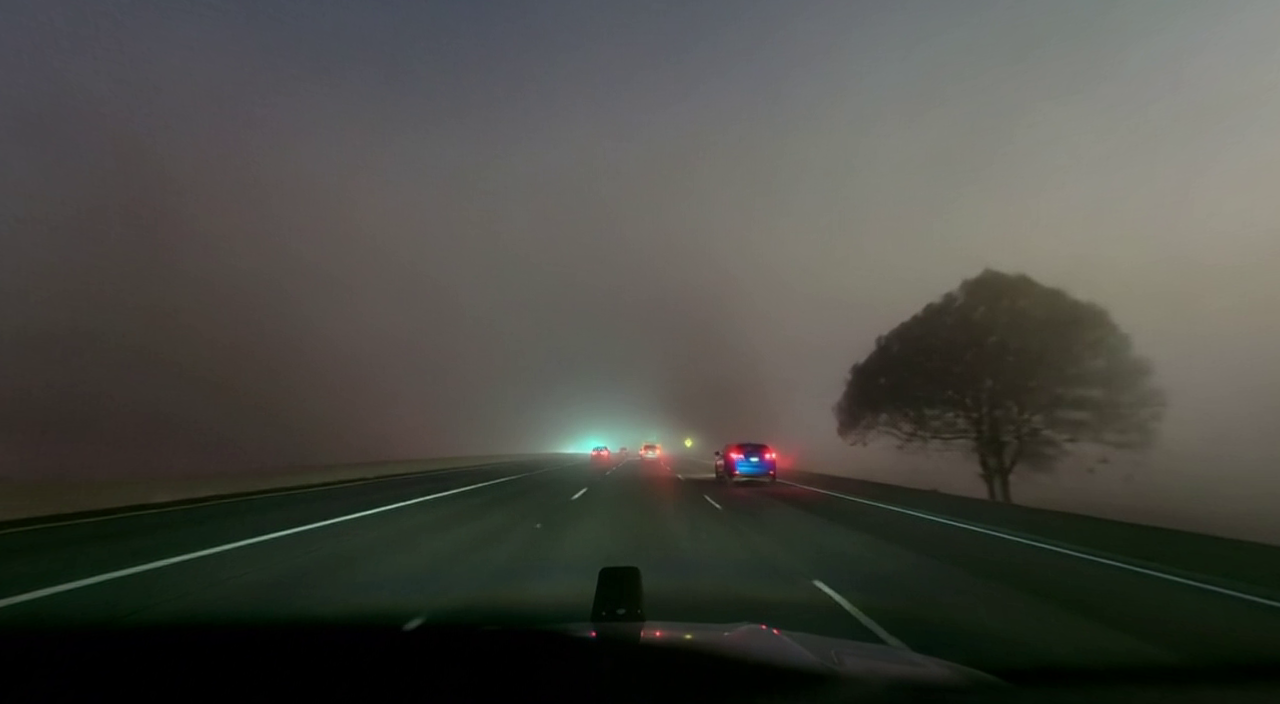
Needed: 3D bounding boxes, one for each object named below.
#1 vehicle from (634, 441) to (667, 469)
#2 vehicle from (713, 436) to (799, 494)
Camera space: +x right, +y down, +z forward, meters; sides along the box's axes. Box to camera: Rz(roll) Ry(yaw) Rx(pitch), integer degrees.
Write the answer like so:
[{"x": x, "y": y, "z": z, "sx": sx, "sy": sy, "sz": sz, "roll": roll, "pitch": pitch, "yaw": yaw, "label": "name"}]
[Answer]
[{"x": 0.703, "y": 7.263, "z": 44.547, "sx": 2.205, "sy": 1.785, "sz": 4.423, "roll": 0, "pitch": -9, "yaw": 0, "label": "vehicle"}, {"x": 3.764, "y": 3.745, "z": 21.314, "sx": 2.082, "sy": 1.720, "sz": 4.393, "roll": 0, "pitch": -9, "yaw": 0, "label": "vehicle"}]
